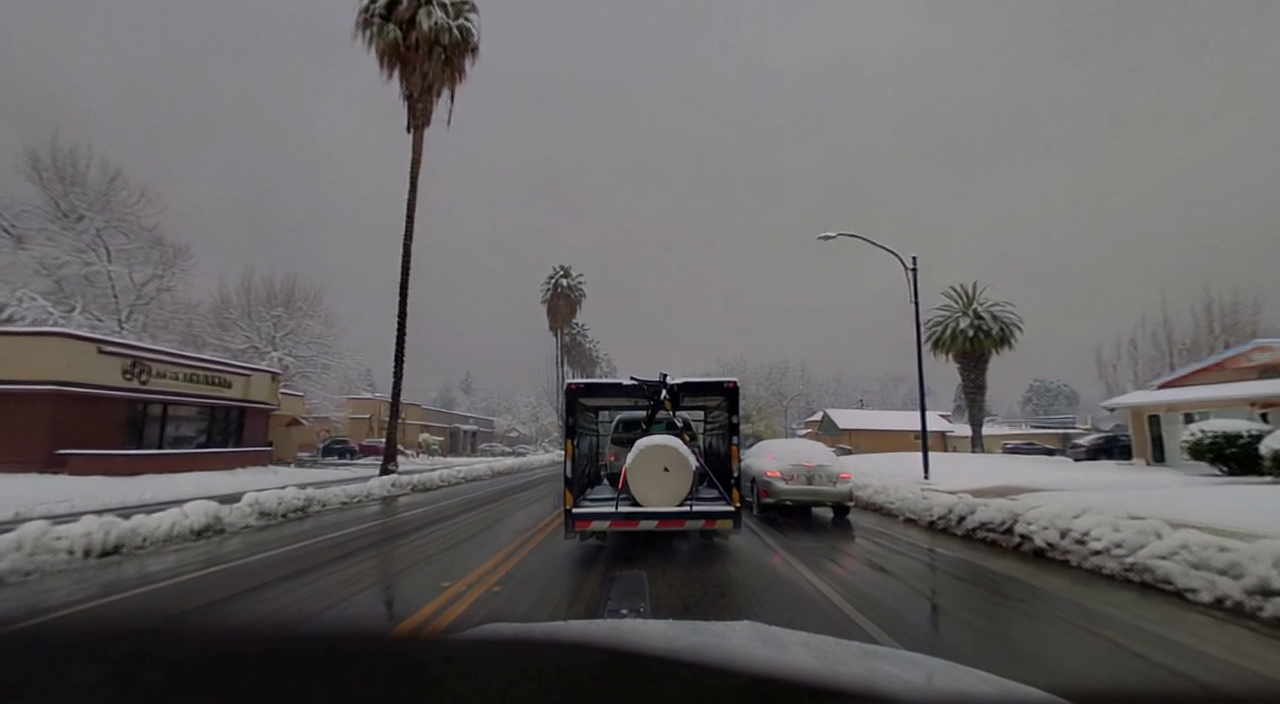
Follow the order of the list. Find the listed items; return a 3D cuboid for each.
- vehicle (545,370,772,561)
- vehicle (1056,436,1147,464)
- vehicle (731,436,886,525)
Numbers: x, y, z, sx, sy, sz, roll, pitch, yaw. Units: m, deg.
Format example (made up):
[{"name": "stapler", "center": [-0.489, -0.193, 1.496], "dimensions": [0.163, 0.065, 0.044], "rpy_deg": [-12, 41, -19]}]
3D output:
[{"name": "vehicle", "center": [0.200, 1.834, 10.898], "dimensions": [2.728, 2.305, 6.506], "rpy_deg": [0, -8, 0]}, {"name": "vehicle", "center": [28.528, 6.071, 38.971], "dimensions": [4.193, 1.633, 1.928], "rpy_deg": [-4, -9, 26]}, {"name": "vehicle", "center": [3.206, 2.516, 12.903], "dimensions": [2.010, 1.499, 4.107], "rpy_deg": [0, -8, 0]}]
